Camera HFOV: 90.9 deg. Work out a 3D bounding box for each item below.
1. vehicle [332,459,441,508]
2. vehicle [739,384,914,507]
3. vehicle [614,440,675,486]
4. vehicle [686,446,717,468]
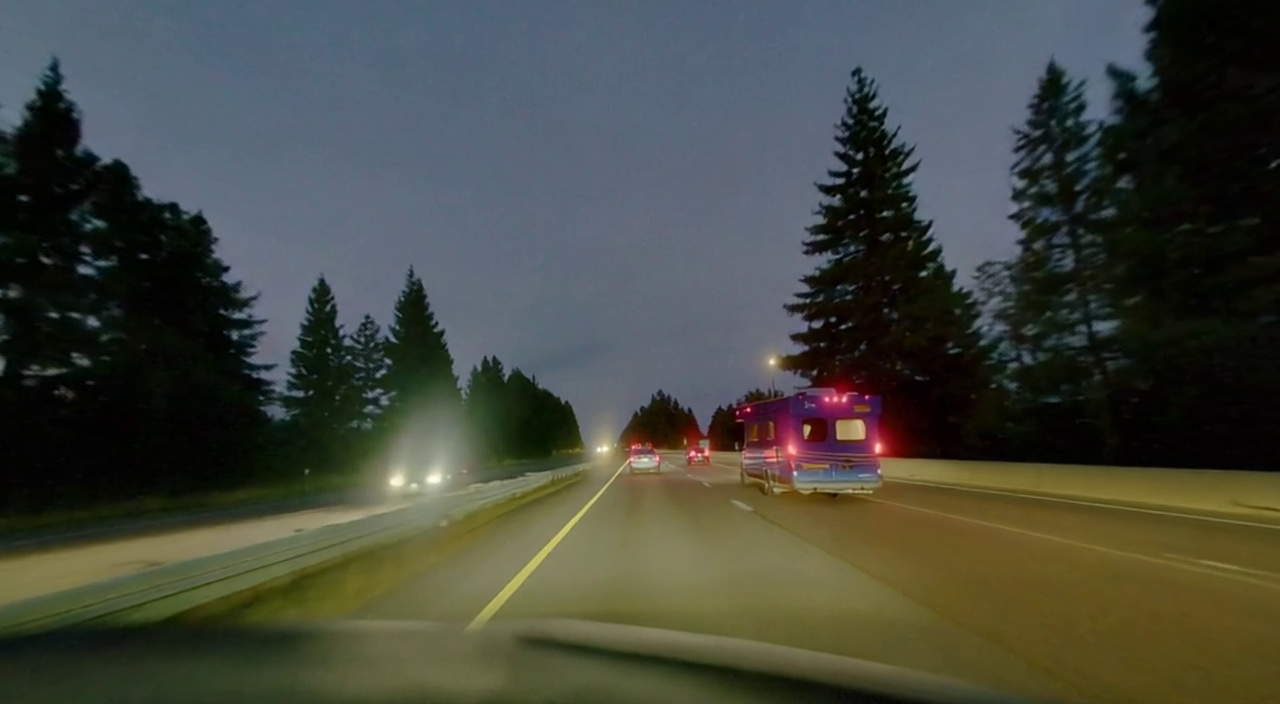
[{"bbox_3d":[-8.682,4.510,22.080,2.069,1.468,4.368,0,-9,-1],"label":"vehicle"},{"bbox_3d":[4.859,2.699,18.124,2.745,2.832,7.035,0,-9,-1],"label":"vehicle"},{"bbox_3d":[0.117,4.207,24.117,2.120,1.575,4.018,0,-9,-1],"label":"vehicle"},{"bbox_3d":[4.253,7.271,43.785,1.757,1.459,3.398,0,-9,-1],"label":"vehicle"}]
